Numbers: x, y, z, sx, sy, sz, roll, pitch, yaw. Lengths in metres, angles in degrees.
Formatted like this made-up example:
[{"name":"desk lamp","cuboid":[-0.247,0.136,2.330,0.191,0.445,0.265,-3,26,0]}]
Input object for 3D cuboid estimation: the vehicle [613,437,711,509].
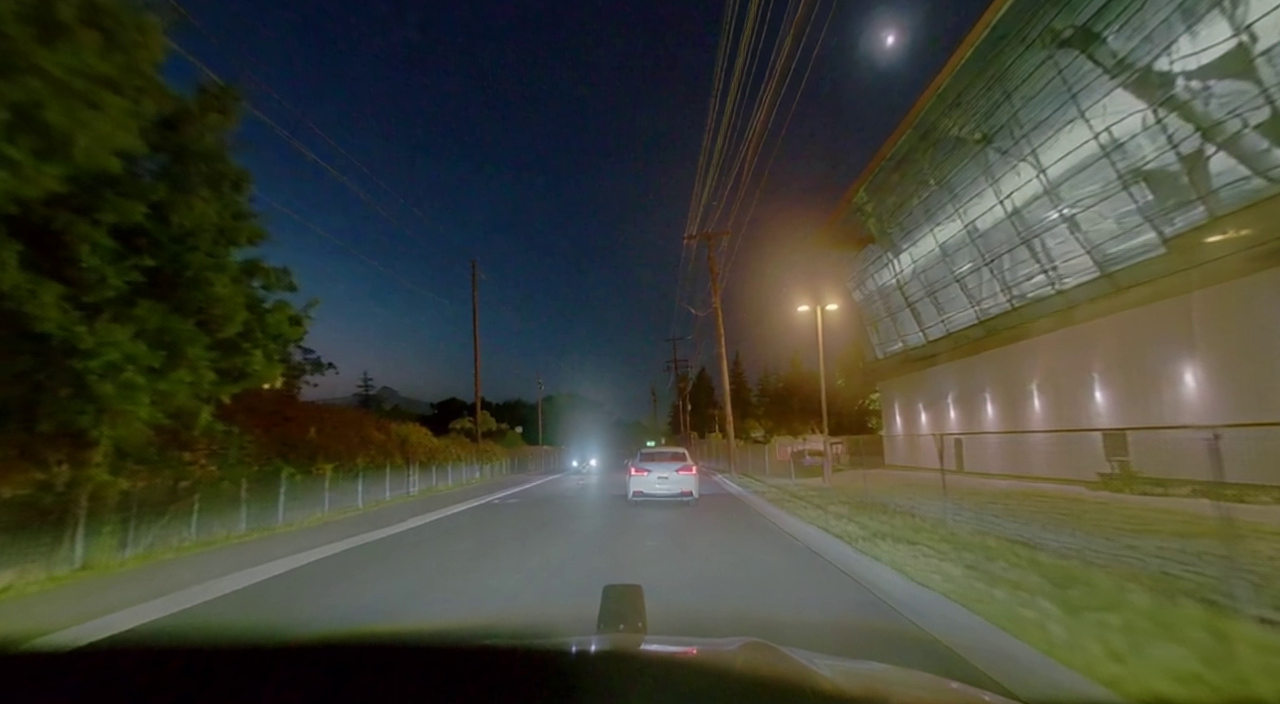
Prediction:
[{"name":"vehicle","cuboid":[0.483,2.828,15.296,2.060,1.487,3.920,0,-8,1]}]
